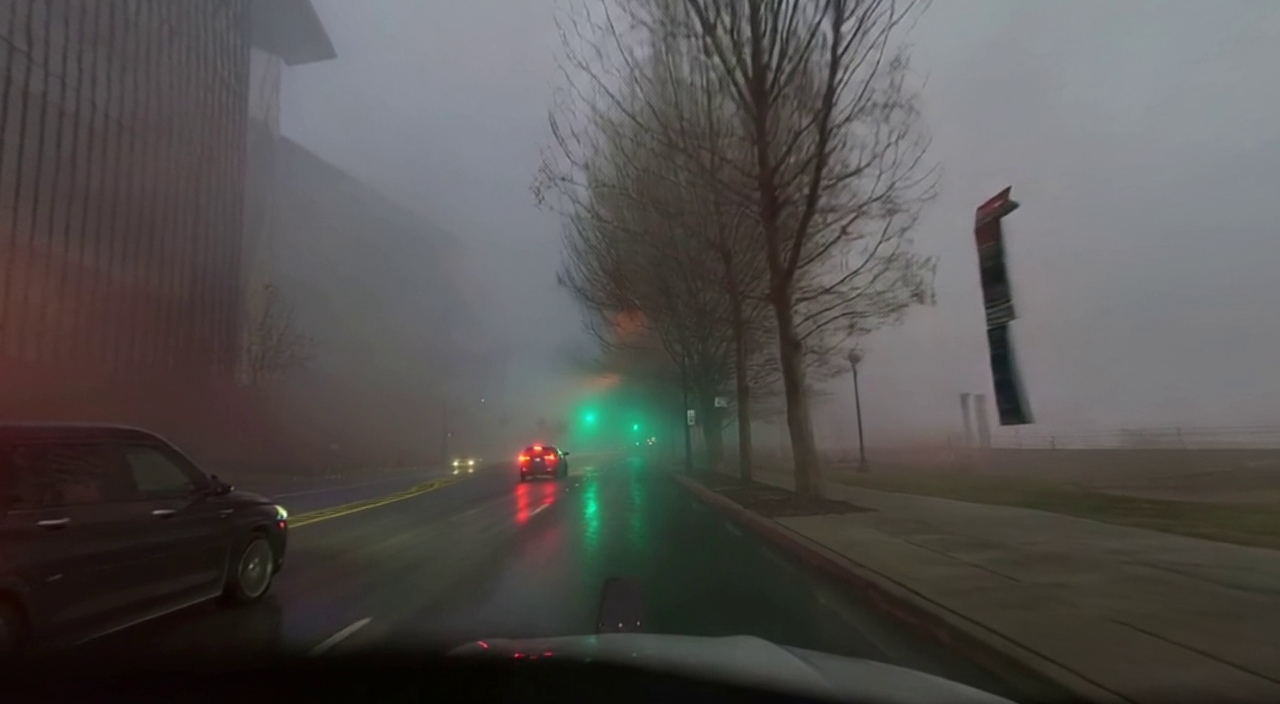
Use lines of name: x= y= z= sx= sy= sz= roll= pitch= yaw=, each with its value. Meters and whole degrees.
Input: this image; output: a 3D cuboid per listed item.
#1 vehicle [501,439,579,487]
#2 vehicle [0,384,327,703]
vehicle: x=-4.133 y=4.702 z=26.991 sx=2.384 sy=1.849 sz=5.009 roll=0 pitch=-9 yaw=1
vehicle: x=-4.552 y=1.219 z=4.535 sx=2.169 sy=1.741 sz=4.588 roll=0 pitch=-9 yaw=1
